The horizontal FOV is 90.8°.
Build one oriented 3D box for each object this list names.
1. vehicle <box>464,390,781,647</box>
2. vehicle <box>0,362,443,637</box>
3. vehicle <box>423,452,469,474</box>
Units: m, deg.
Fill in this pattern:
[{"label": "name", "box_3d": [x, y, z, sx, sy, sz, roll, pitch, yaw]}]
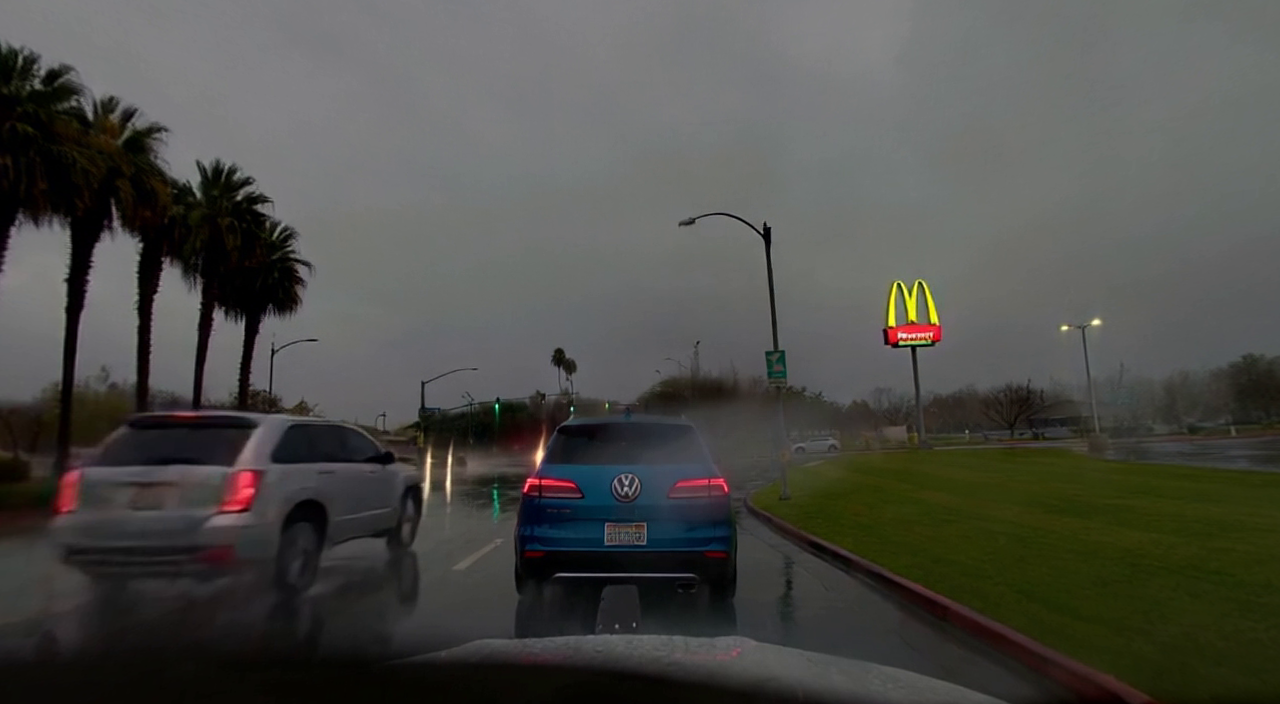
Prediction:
[{"label": "vehicle", "box_3d": [-0.140, 1.420, 6.325, 2.137, 1.728, 3.926, 0, -9, -1]}, {"label": "vehicle", "box_3d": [-4.205, 1.428, 7.136, 2.344, 1.980, 5.009, 0, -9, 0]}, {"label": "vehicle", "box_3d": [-15.130, 8.638, 49.498, 2.069, 1.617, 4.613, 0, -9, 0]}]
